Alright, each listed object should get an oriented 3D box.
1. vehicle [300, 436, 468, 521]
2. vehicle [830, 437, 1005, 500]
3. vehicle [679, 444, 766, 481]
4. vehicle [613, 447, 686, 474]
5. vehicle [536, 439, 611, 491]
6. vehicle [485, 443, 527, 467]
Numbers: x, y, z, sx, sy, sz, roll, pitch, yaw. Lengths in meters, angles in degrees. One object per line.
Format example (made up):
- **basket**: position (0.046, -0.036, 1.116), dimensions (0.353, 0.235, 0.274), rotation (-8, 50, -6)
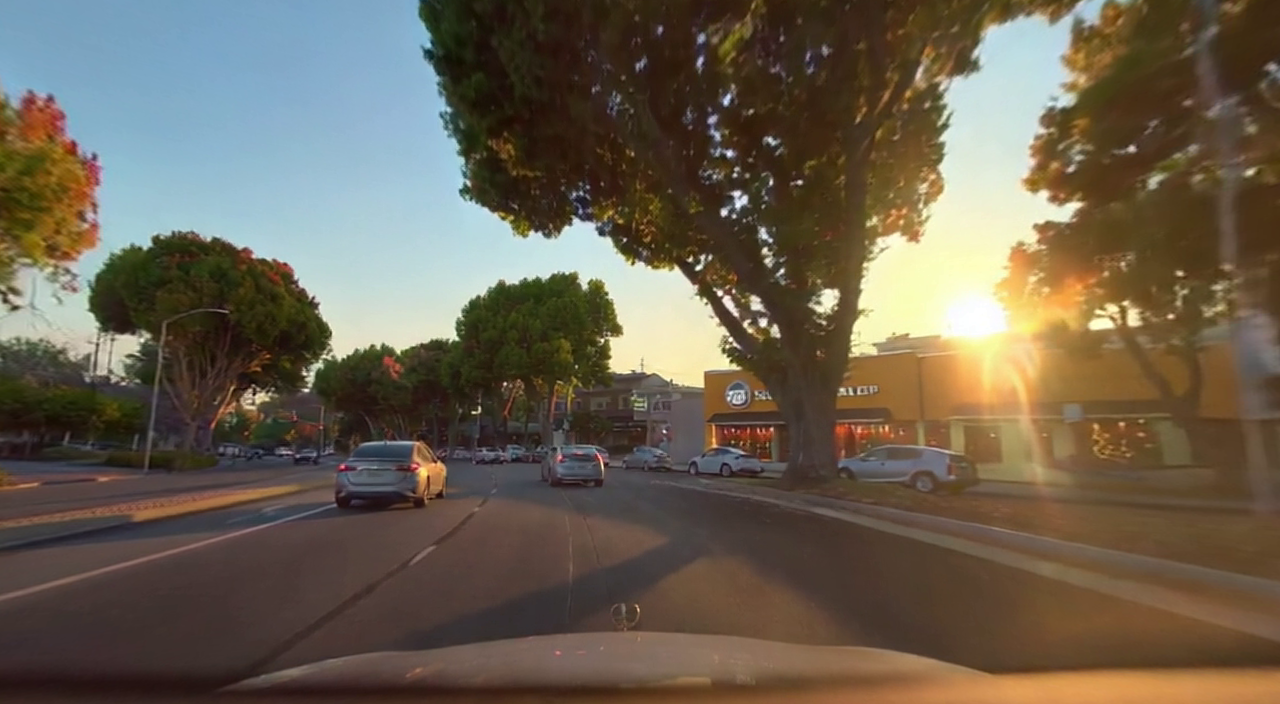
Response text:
- **vehicle**: position (-5.226, 2.616, 13.692), dimensions (2.105, 1.477, 4.857), rotation (1, -9, -7)
- **vehicle**: position (8.532, 3.594, 19.947), dimensions (2.095, 1.697, 4.801), rotation (4, -9, -25)
- **vehicle**: position (3.694, 5.038, 28.935), dimensions (1.952, 1.547, 4.091), rotation (4, -10, -26)
- **vehicle**: position (0.444, 6.211, 36.408), dimensions (2.038, 1.446, 4.896), rotation (5, -10, -28)
- **vehicle**: position (-2.298, 3.661, 20.771), dimensions (2.001, 1.483, 4.442), rotation (2, -9, -12)
- **vehicle**: position (-8.771, 6.668, 40.913), dimensions (1.920, 1.416, 4.310), rotation (3, -9, -22)
